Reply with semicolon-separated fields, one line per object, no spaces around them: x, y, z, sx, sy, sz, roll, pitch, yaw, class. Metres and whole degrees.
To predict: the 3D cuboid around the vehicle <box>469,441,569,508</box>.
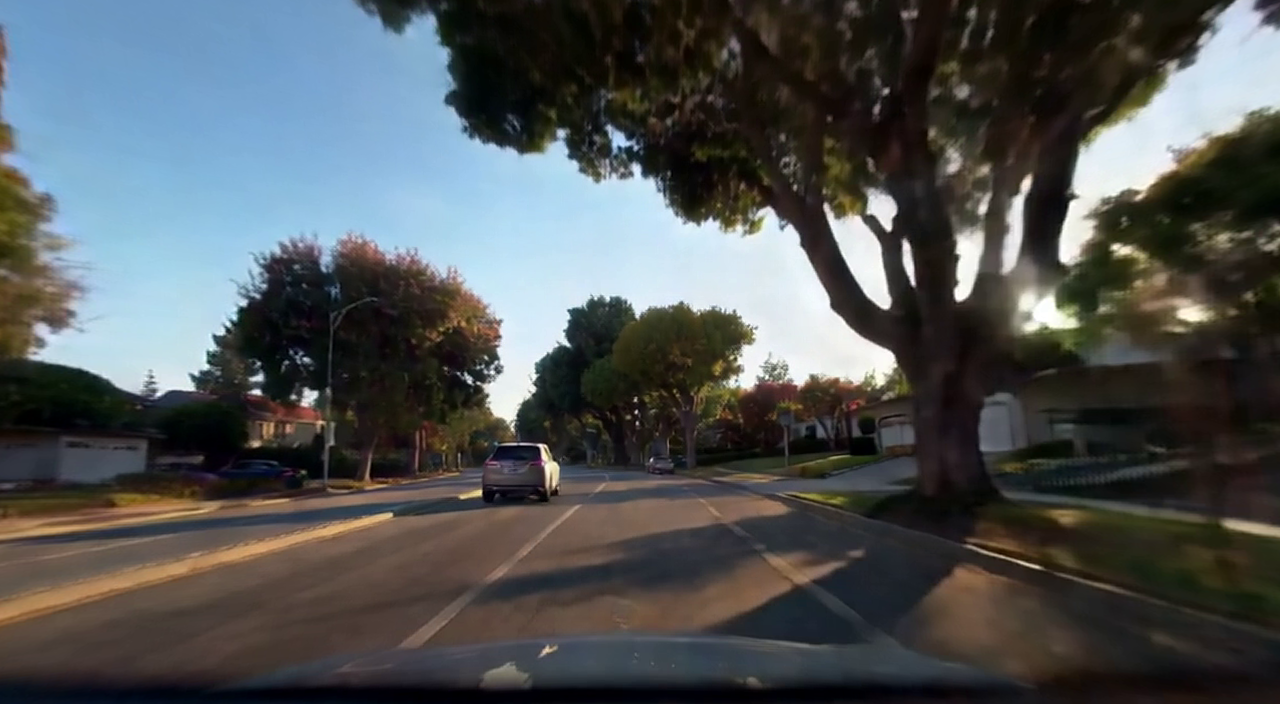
-3.514;3.634;19.238;2.175;1.772;4.442;0;-9;0;vehicle

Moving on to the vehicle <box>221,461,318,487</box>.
-22.009;7.239;37.663;4.525;1.455;1.821;1;-9;-5;vehicle
